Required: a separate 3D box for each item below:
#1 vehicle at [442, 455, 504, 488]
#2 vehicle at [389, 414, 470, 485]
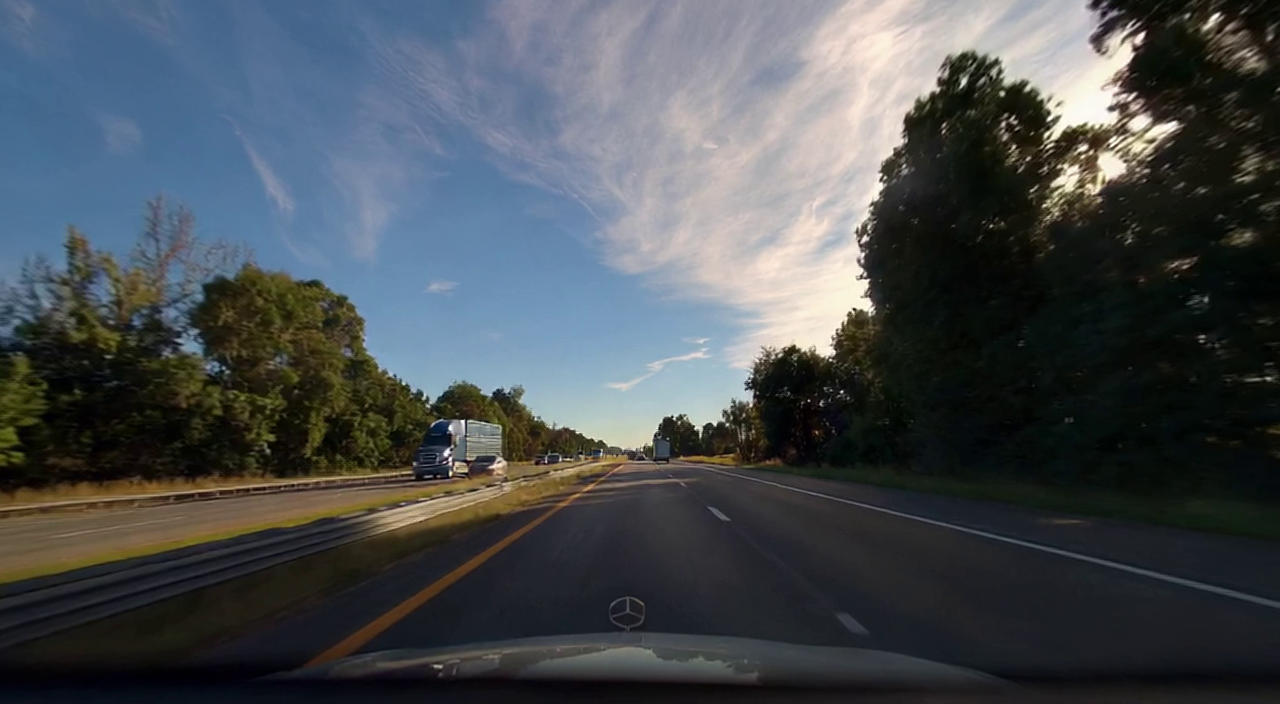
[{"bbox_3d":[-8.206,5.870,31.309,1.818,1.448,4.428,0,-9,0],"label":"vehicle"},{"bbox_3d":[-12.883,6.015,39.107,2.979,4.027,5.788,0,-9,-1],"label":"vehicle"}]
